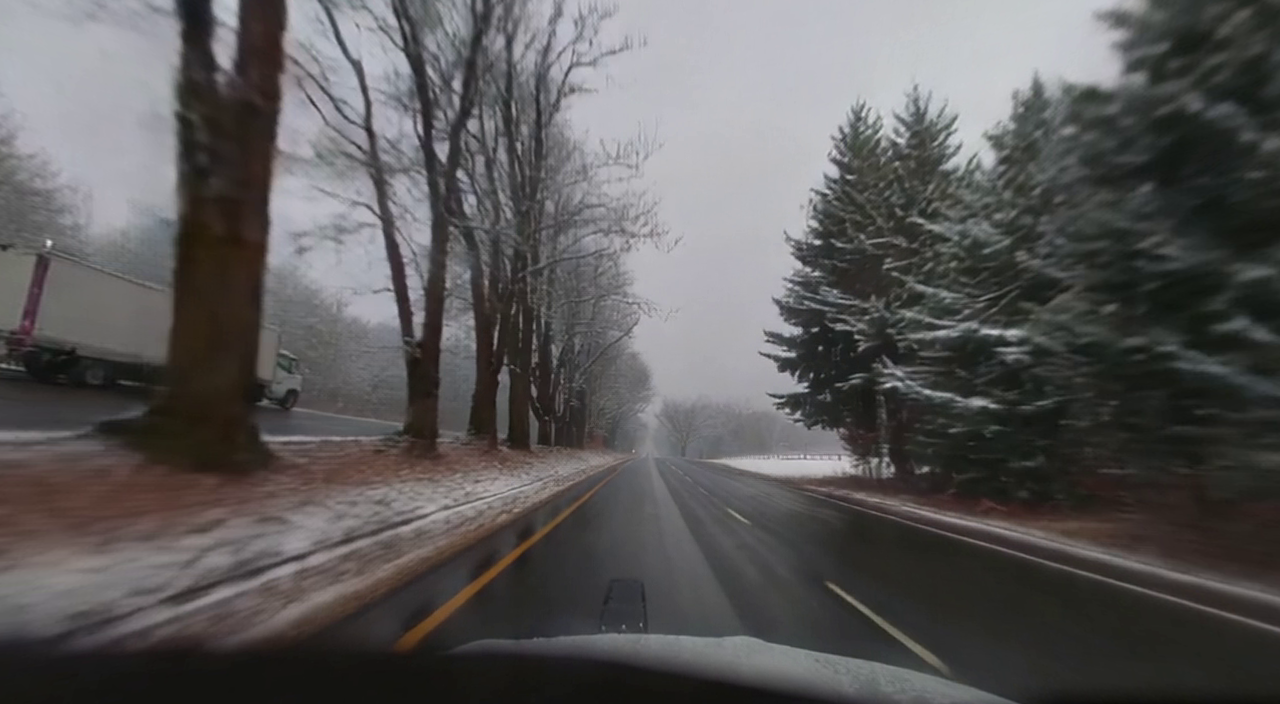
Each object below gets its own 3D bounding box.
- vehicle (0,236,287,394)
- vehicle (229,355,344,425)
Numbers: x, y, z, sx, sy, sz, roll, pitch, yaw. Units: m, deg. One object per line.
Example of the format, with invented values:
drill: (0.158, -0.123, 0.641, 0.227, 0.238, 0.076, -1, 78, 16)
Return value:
vehicle: (-25.516, -0.992, 33.466, 3.314, 4.163, 16.558, -1, -12, 3)
vehicle: (-24.262, 2.678, 44.032, 3.022, 4.324, 8.607, -1, -4, 1)
